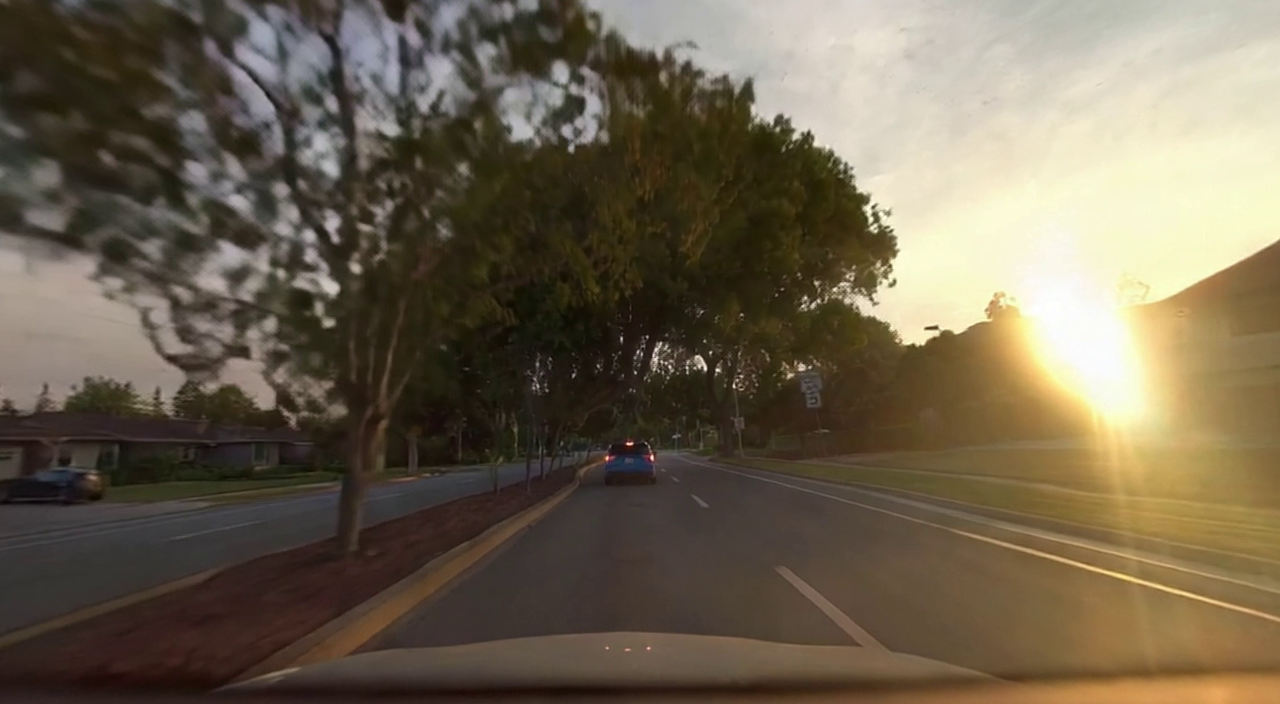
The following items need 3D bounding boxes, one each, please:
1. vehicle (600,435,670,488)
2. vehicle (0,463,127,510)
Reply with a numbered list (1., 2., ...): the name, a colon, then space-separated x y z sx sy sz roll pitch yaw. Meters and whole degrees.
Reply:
1. vehicle: -0.174 3.761 21.934 2.181 1.639 4.127 0 -9 0
2. vehicle: -21.605 4.820 22.851 4.366 1.526 1.921 0 -9 0
